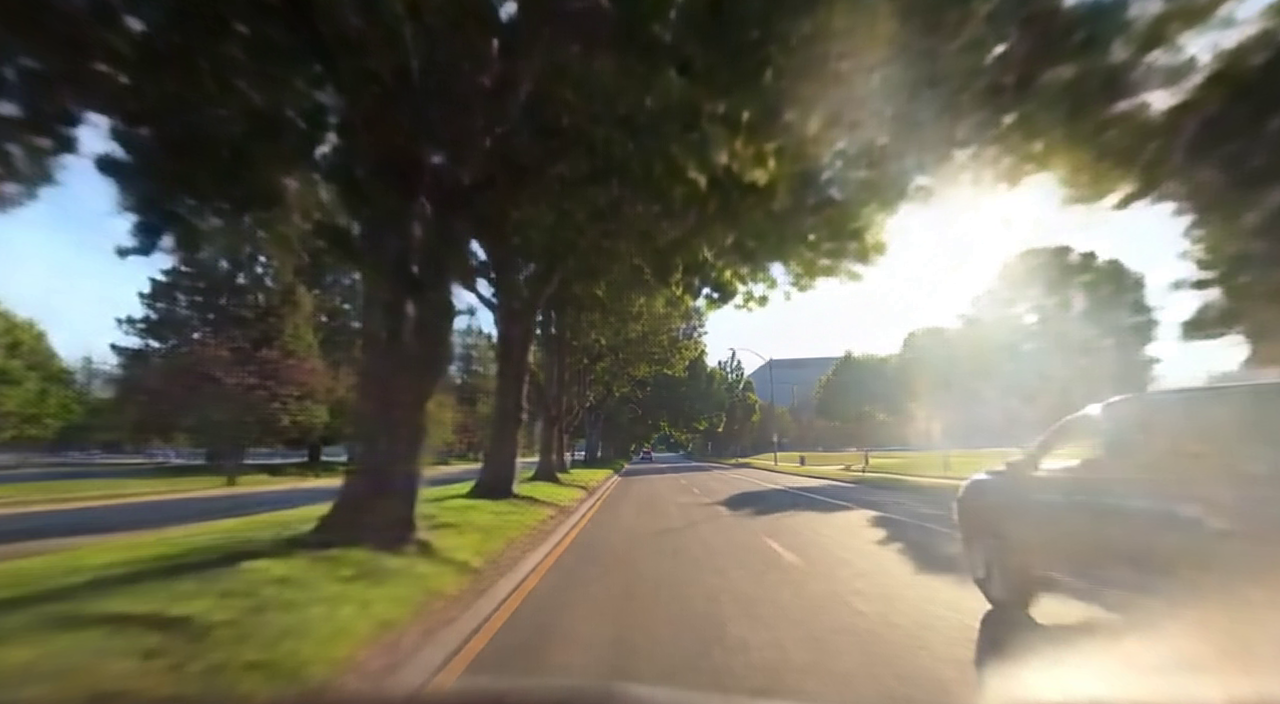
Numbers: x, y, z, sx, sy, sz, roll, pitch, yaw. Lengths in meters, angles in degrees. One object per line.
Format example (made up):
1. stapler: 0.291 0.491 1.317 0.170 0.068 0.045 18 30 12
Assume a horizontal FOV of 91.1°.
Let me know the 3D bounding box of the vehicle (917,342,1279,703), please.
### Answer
1. vehicle: 3.665 0.968 3.351 2.087 1.759 5.040 0 -9 0
